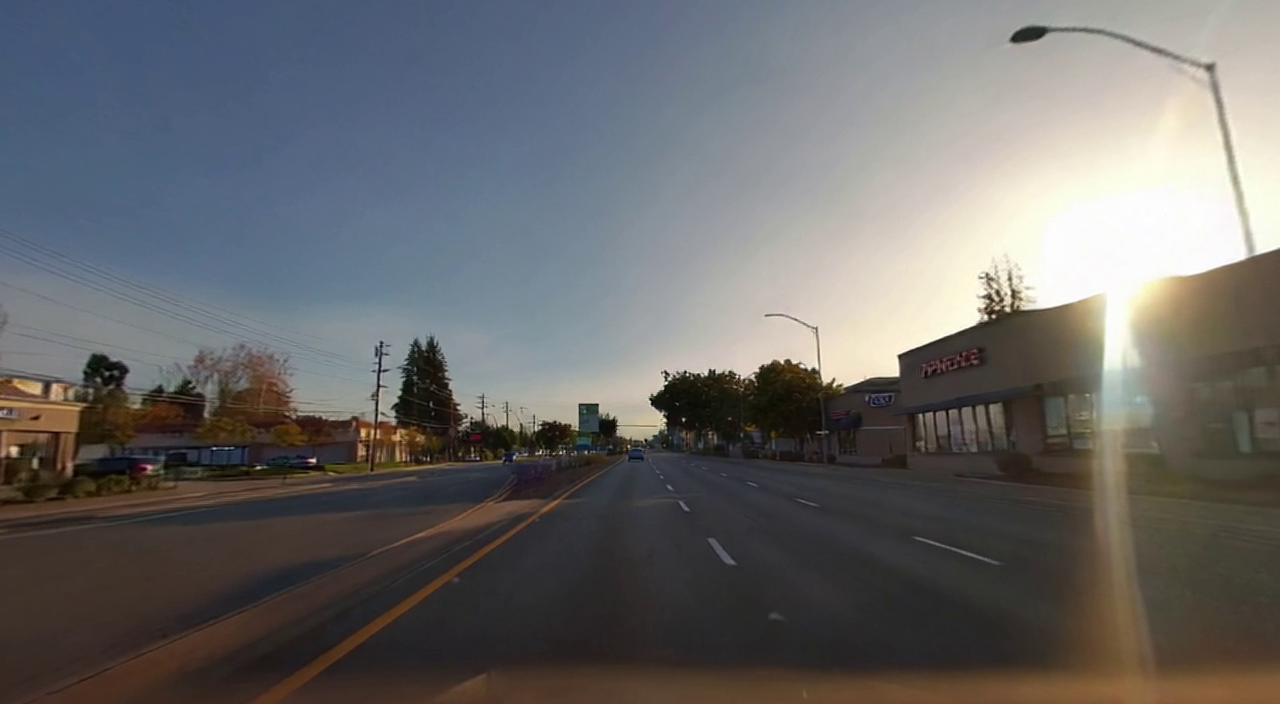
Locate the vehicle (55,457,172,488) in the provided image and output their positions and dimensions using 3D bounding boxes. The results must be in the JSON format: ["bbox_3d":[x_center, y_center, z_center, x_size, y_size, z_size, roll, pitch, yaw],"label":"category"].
[{"bbox_3d":[-31.059,7.109,37.412,4.919,1.720,2.217,0,-9,1],"label":"vehicle"}]
